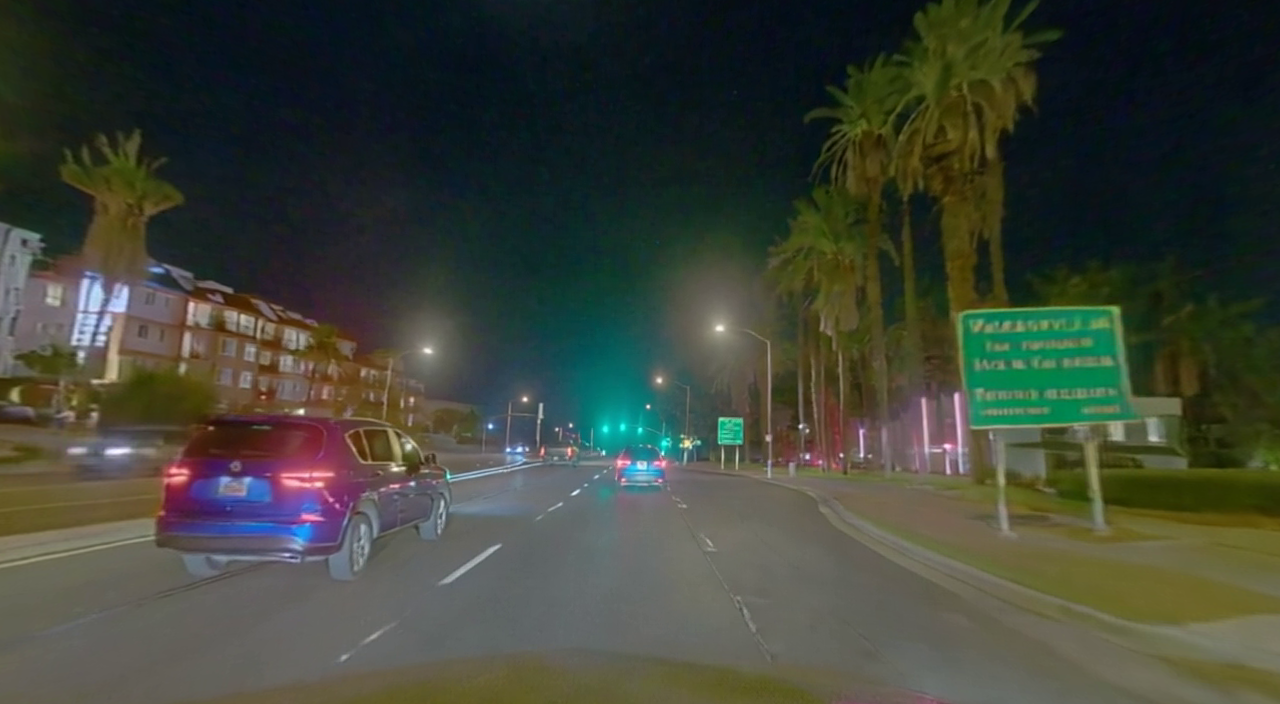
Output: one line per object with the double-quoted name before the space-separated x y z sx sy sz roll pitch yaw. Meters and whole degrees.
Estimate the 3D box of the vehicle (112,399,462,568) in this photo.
"vehicle" -4.894 1.953 10.270 2.187 1.904 6.103 0 -9 0

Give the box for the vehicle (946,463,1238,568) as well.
"vehicle" 6.944 2.508 10.265 2.949 1.209 3.070 -1 -9 16

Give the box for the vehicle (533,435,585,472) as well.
"vehicle" -4.957 6.322 39.290 2.447 2.062 5.911 0 -9 0

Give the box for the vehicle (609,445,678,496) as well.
"vehicle" 0.096 3.982 21.553 2.122 1.562 4.152 0 -9 0
